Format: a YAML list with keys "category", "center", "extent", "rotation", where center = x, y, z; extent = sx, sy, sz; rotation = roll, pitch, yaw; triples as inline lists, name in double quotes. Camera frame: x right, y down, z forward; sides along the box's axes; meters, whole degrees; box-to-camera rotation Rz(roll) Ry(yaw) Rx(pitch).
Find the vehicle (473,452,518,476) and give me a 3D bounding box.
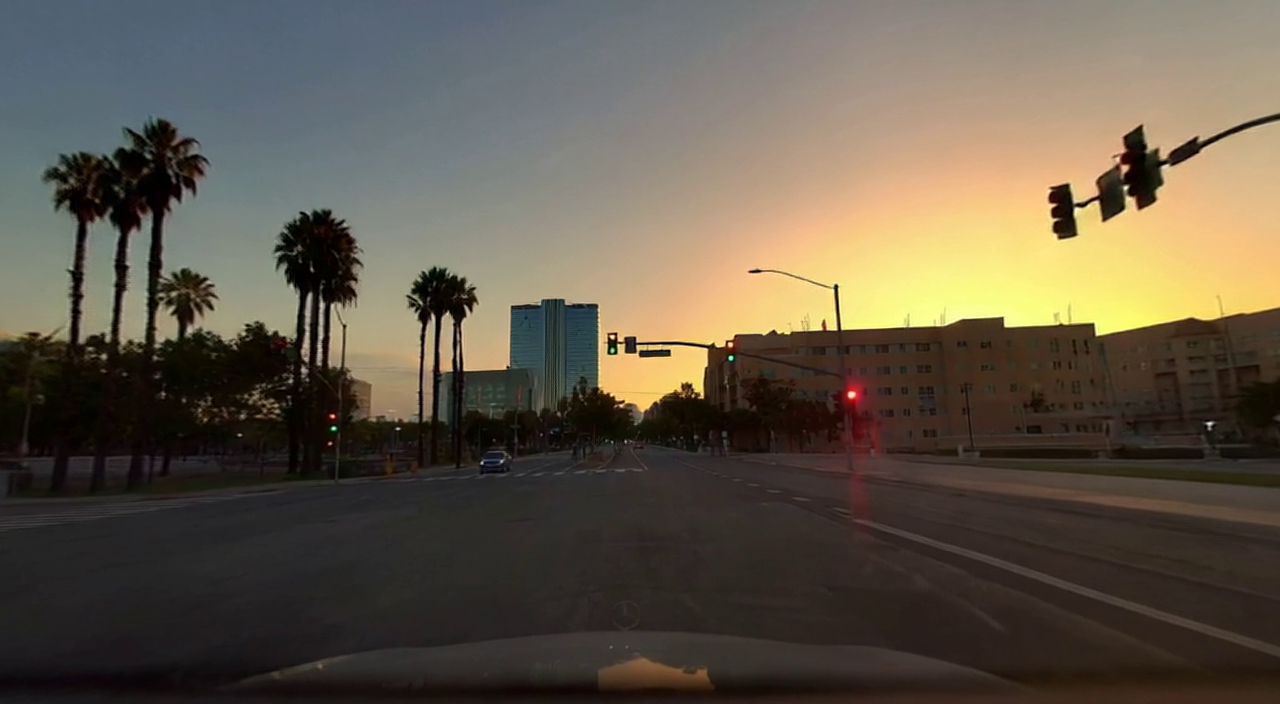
- category: "vehicle"
  center: [-9.870, 7.656, 43.456]
  extent: [2.149, 1.477, 4.186]
  rotation: [0, -9, -1]
